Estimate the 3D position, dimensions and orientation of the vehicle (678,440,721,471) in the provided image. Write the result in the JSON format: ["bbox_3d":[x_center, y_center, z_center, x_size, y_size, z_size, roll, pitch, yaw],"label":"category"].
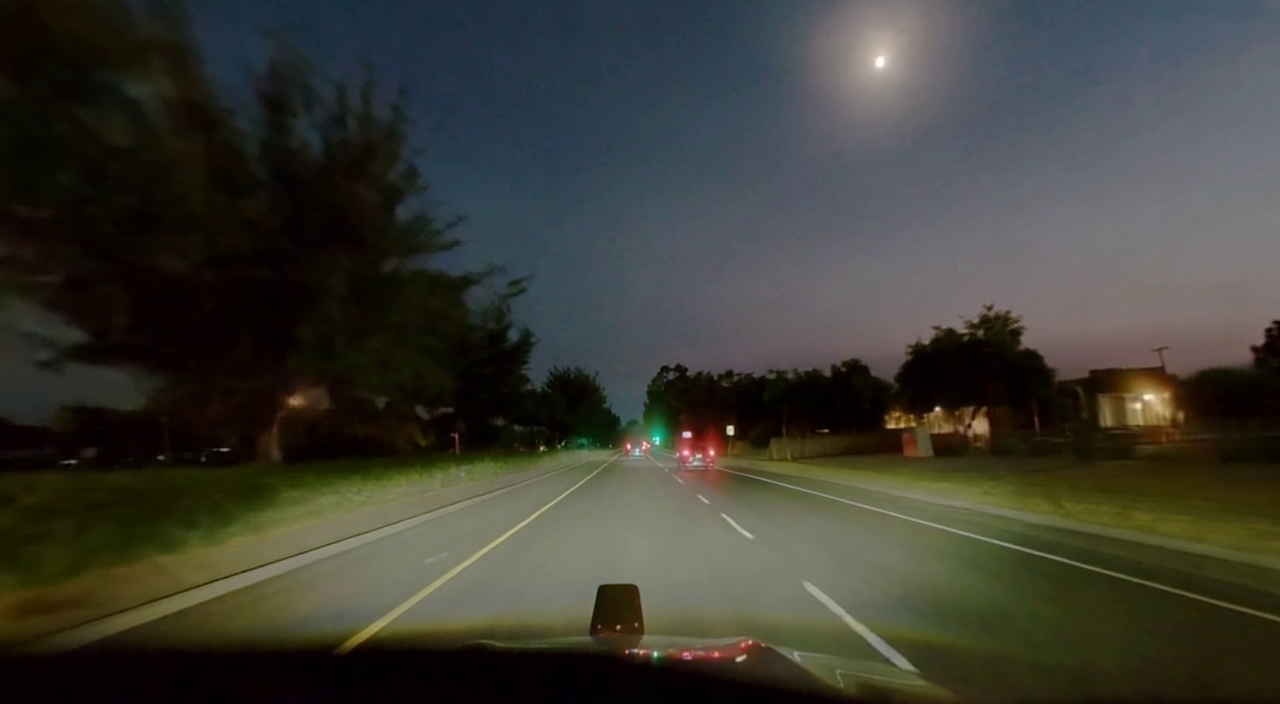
[{"bbox_3d":[3.259,5.770,35.492,1.888,1.640,4.044,0,-8,-2],"label":"vehicle"}]
